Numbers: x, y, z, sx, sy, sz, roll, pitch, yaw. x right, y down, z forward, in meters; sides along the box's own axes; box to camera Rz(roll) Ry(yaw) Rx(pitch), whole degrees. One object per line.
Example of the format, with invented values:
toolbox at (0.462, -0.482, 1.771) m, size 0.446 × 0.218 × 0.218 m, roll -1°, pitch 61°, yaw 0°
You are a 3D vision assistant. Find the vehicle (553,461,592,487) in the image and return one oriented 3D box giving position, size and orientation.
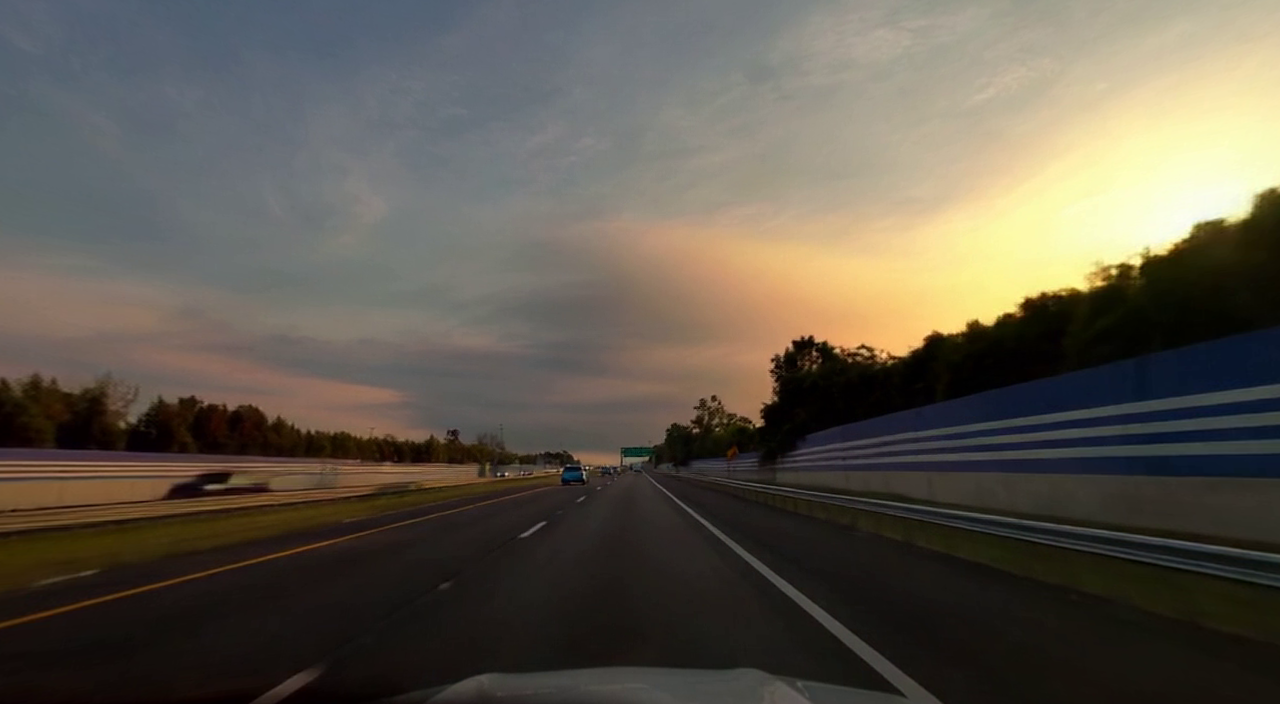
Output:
vehicle at (-4.176, 7.696, 39.698) m, size 1.985 × 1.515 × 3.839 m, roll 1°, pitch -11°, yaw 0°

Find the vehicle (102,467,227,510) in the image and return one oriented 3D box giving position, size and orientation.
vehicle at (-17.627, 5.051, 23.605) m, size 1.806 × 1.444 × 3.633 m, roll 1°, pitch -10°, yaw 0°
